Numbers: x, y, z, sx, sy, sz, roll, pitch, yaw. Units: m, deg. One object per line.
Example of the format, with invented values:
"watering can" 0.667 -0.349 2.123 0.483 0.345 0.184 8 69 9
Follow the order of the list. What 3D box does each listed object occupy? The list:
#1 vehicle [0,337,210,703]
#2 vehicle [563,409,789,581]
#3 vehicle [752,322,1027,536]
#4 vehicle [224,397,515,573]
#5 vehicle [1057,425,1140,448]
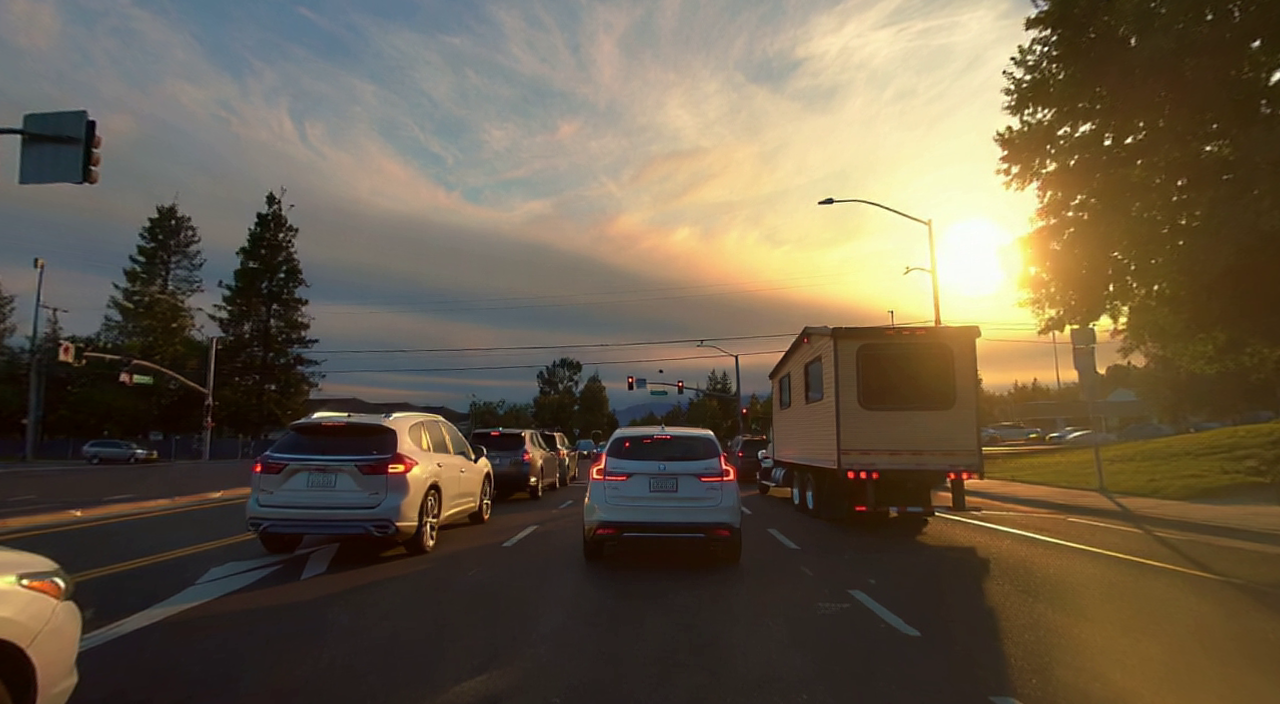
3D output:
"vehicle" -3.423 0.677 1.483 1.952 1.730 4.116 0 -9 -1
"vehicle" 0.360 1.709 8.306 2.189 1.649 4.171 0 -9 0
"vehicle" 3.686 1.390 10.984 2.531 2.750 5.595 0 -9 1
"vehicle" -3.265 1.715 8.854 2.085 1.812 4.388 0 -9 0
"vehicle" 33.170 6.151 45.879 4.671 1.595 1.824 -6 -10 31
